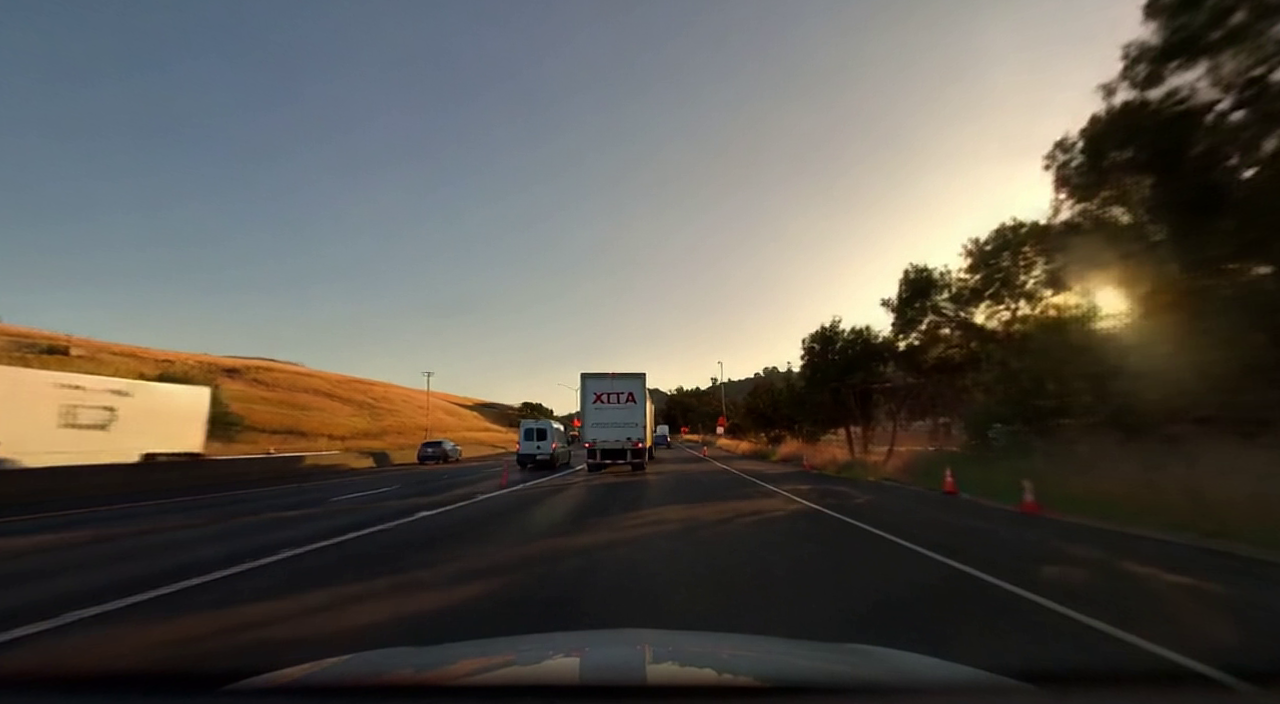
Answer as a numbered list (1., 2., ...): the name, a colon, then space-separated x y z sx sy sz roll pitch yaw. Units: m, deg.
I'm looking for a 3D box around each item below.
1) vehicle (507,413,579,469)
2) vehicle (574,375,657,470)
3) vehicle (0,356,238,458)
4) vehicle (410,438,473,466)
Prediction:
1. vehicle: -4.936 4.676 33.043 2.469 2.615 5.874 0 -8 3
2. vehicle: -0.895 3.772 31.673 3.183 4.011 9.617 0 -9 3
3. vehicle: -26.370 2.961 30.217 2.987 3.968 15.784 0 -9 3
4. vehicle: -11.572 5.854 37.035 1.901 1.487 4.622 0 -8 4
